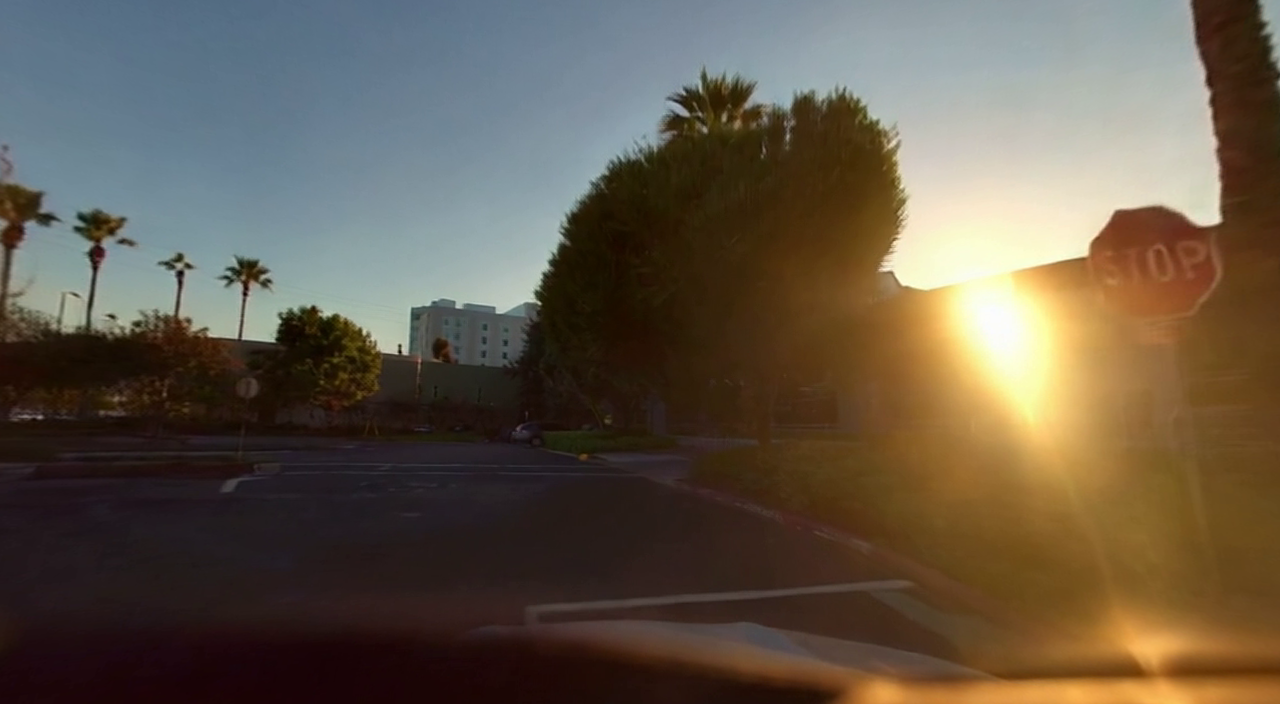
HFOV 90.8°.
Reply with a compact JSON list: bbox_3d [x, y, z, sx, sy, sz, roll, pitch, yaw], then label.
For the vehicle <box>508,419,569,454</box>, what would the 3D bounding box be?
[{"bbox_3d":[-5.392,4.481,33.155,2.071,1.700,4.367,3,-9,-23],"label":"vehicle"}]
